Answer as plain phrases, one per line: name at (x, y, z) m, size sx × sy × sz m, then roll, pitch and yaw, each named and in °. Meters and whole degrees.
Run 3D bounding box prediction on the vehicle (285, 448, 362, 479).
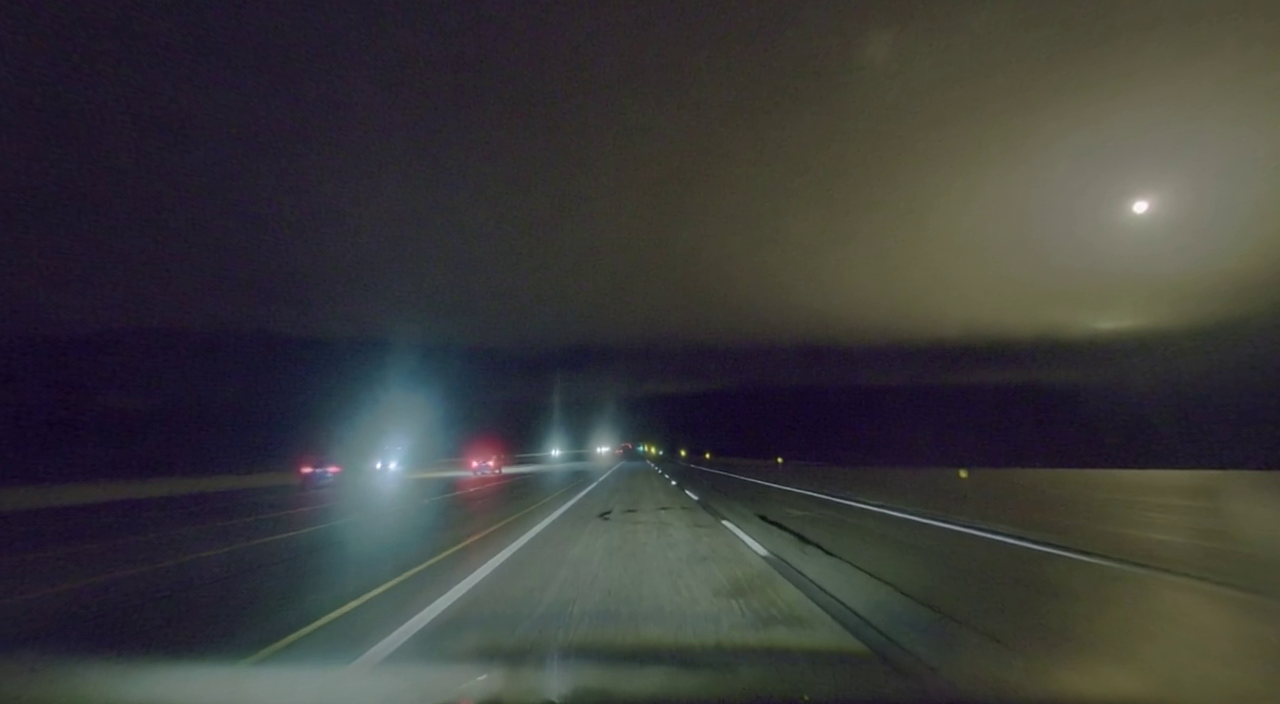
vehicle at (-16.894, 5.941, 33.920) m, size 1.955 × 1.533 × 4.097 m, roll 0°, pitch -9°, yaw 0°
